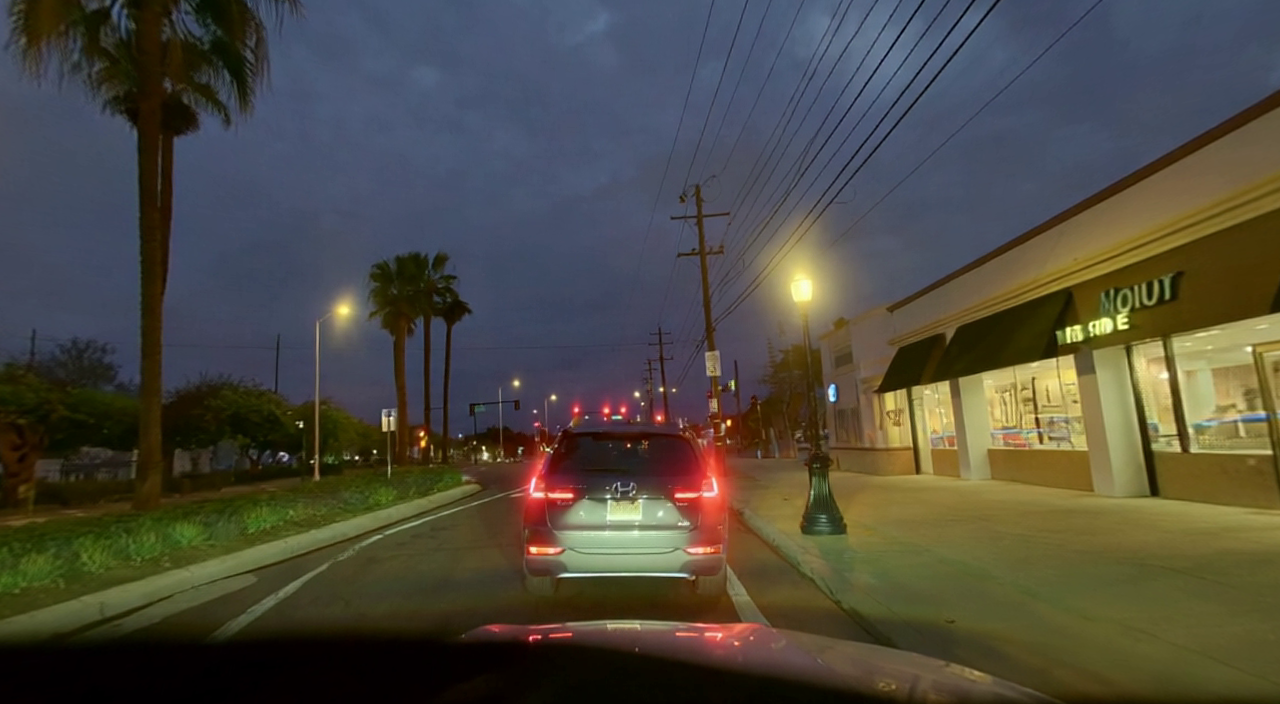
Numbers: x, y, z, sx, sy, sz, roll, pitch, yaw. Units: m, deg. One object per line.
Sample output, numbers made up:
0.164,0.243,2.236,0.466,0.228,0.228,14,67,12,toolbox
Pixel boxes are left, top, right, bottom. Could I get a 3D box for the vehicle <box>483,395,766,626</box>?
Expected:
-0.198,1.452,6.680,2.105,1.702,3.750,0,-8,-3,vehicle
